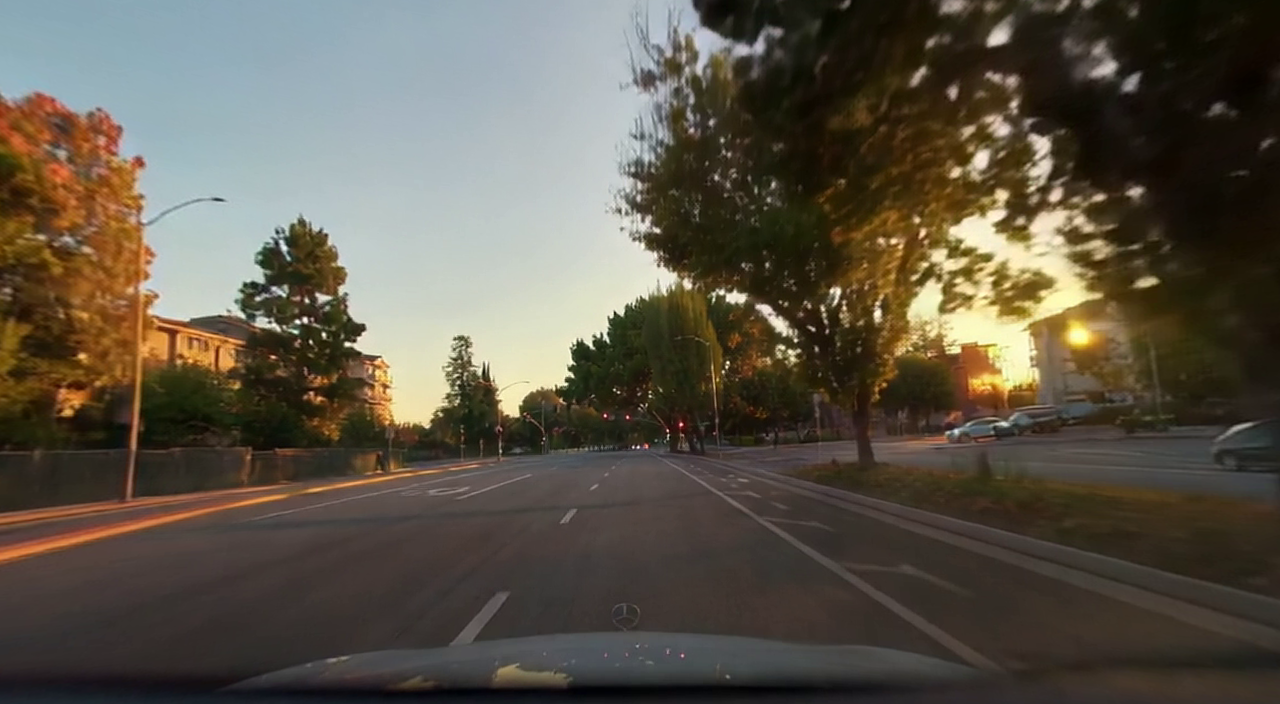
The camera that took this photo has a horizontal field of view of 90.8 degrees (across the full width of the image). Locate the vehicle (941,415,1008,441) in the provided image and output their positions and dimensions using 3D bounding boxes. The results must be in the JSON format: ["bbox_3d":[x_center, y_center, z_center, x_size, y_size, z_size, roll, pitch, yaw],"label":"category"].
[{"bbox_3d":[22.858,5.250,43.376,1.911,1.598,4.322,1,-9,-6],"label":"vehicle"}]

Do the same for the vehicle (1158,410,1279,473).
[{"bbox_3d":[15.564,2.160,15.251,1.882,1.446,4.741,0,-8,-4],"label":"vehicle"}]

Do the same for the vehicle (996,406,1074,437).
[{"bbox_3d":[26.744,4.800,43.024,2.081,1.949,4.635,3,-8,-5],"label":"vehicle"}]
